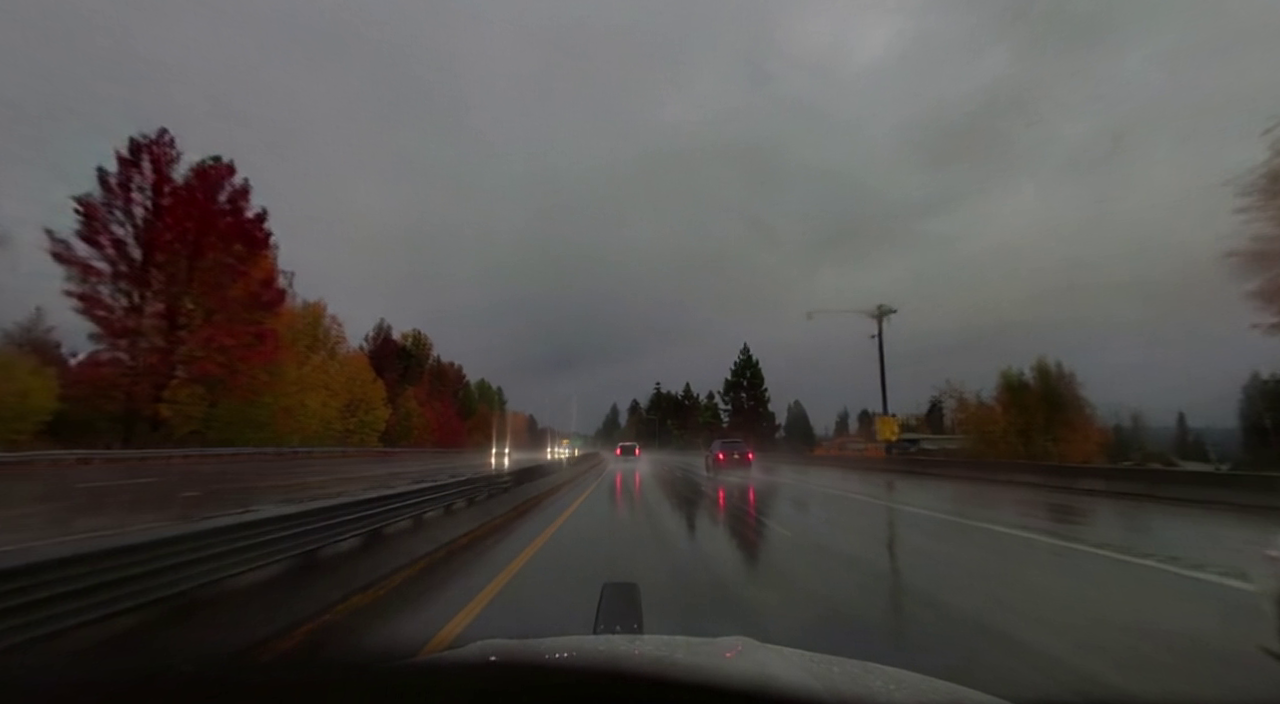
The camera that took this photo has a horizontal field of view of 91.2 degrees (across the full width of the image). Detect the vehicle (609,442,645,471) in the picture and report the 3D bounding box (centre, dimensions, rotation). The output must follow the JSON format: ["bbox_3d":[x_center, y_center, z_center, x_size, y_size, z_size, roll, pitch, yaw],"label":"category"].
[{"bbox_3d":[-0.821,6.660,40.086,2.151,1.693,4.201,0,-9,0],"label":"vehicle"}]

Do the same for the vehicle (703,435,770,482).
[{"bbox_3d":[3.867,4.353,25.816,1.982,1.745,4.151,0,-9,-1],"label":"vehicle"}]
